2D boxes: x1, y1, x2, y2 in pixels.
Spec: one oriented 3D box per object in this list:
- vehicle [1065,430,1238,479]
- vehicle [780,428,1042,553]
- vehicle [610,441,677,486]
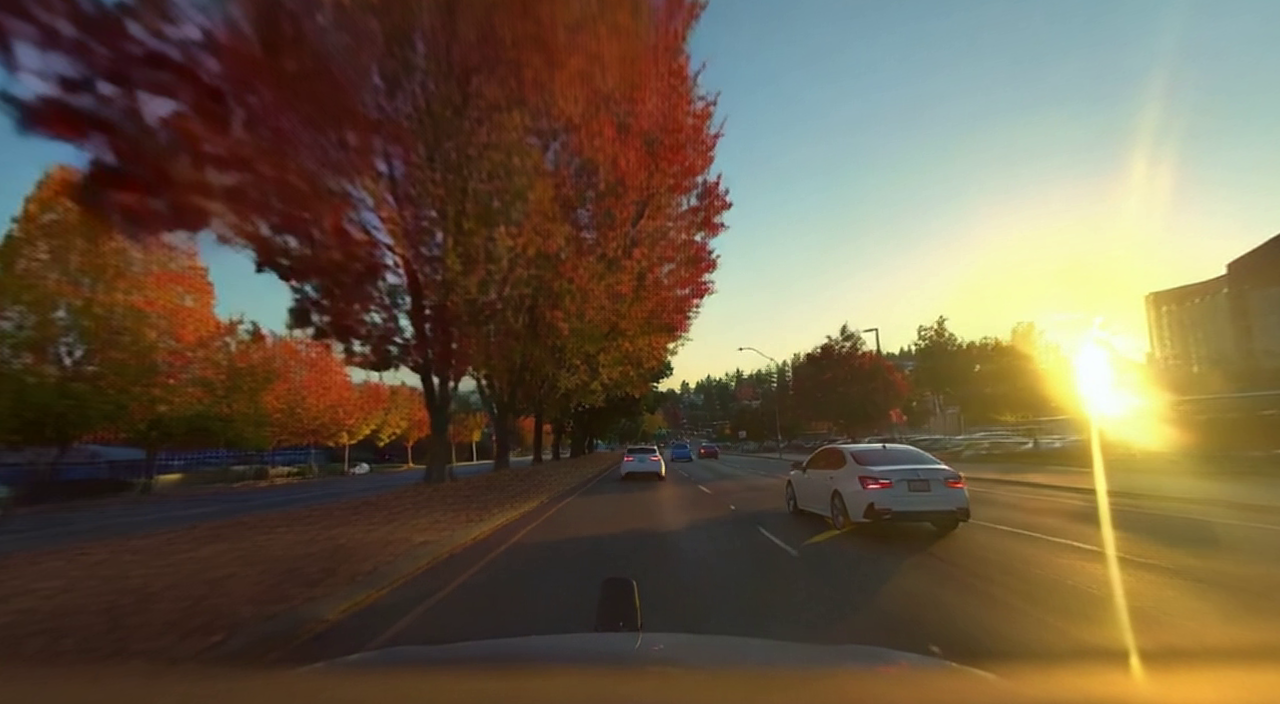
[{"bbox_3d":[21.358,4.318,26.842,2.582,1.849,5.579,0,-9,-1],"label":"vehicle"},{"bbox_3d":[3.720,1.983,9.757,2.094,1.480,4.323,0,-9,0],"label":"vehicle"},{"bbox_3d":[0.077,4.110,23.626,2.289,1.471,4.477,0,-9,-1],"label":"vehicle"}]
